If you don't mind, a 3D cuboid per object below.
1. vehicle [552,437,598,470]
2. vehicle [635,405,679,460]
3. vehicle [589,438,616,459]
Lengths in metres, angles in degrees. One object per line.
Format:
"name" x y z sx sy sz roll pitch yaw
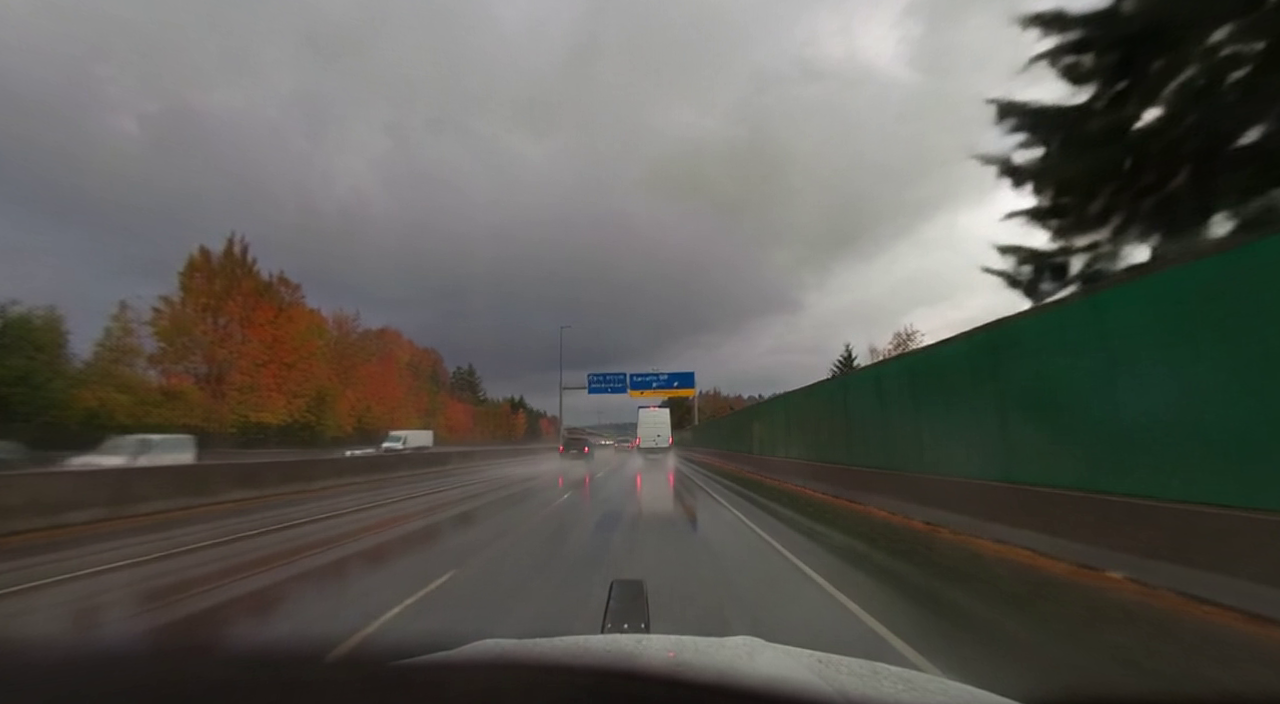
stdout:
"vehicle" -3.295 5.242 32.710 1.927 1.556 3.921 0 -8 0
"vehicle" 1.254 6.181 47.859 2.933 3.701 10.425 0 -8 1
"vehicle" -2.927 7.657 49.971 1.962 1.575 4.158 0 -8 0
